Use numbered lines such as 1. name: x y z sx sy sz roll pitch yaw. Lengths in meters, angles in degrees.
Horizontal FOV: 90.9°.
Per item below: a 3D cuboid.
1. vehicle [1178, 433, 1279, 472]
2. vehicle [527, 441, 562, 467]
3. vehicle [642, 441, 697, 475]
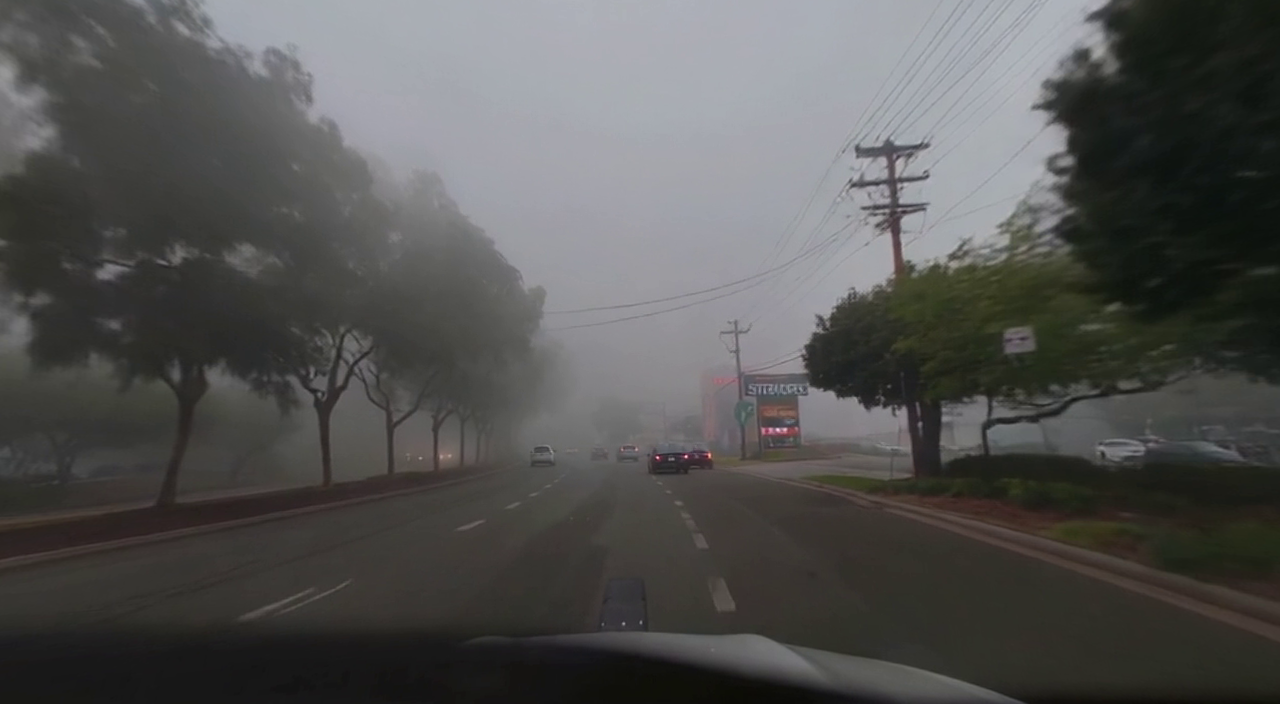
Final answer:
1. vehicle: 29.638 4.959 31.081 4.106 1.638 1.997 -7 -12 18
2. vehicle: -6.737 7.221 44.914 2.195 1.752 4.515 1 -9 -5
3. vehicle: 1.296 5.018 30.014 2.130 1.476 4.453 1 -8 -4
